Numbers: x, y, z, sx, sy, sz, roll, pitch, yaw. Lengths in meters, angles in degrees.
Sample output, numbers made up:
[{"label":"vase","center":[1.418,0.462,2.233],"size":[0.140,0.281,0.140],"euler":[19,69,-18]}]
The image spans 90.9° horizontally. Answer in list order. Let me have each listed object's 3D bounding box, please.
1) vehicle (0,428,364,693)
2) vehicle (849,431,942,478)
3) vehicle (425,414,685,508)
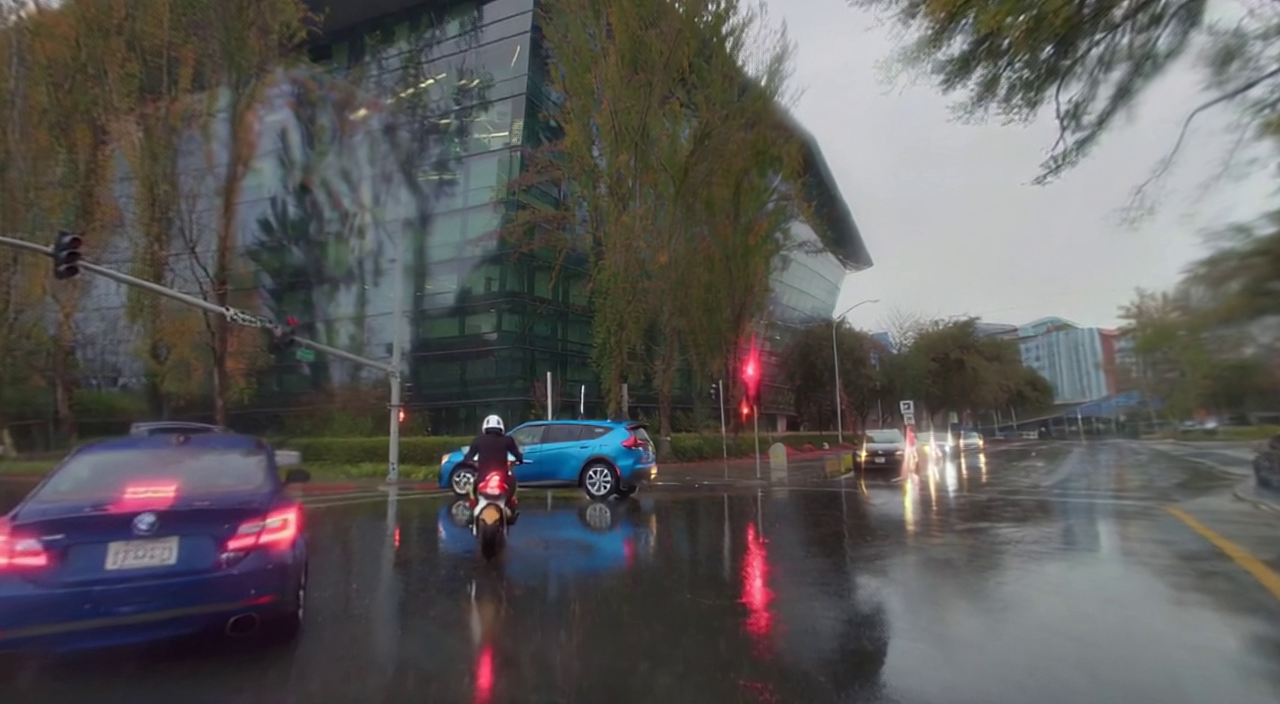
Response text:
[{"label":"vehicle","center":[-4.110,1.484,5.724],"size":[2.009,1.450,4.182],"euler":[6,-10,-35]},{"label":"vehicle","center":[10.146,3.993,24.844],"size":[2.084,1.656,4.583],"euler":[-7,-11,38]},{"label":"vehicle","center":[-2.068,2.579,15.333],"size":[5.833,1.960,2.341],"euler":[2,-9,-17]}]
